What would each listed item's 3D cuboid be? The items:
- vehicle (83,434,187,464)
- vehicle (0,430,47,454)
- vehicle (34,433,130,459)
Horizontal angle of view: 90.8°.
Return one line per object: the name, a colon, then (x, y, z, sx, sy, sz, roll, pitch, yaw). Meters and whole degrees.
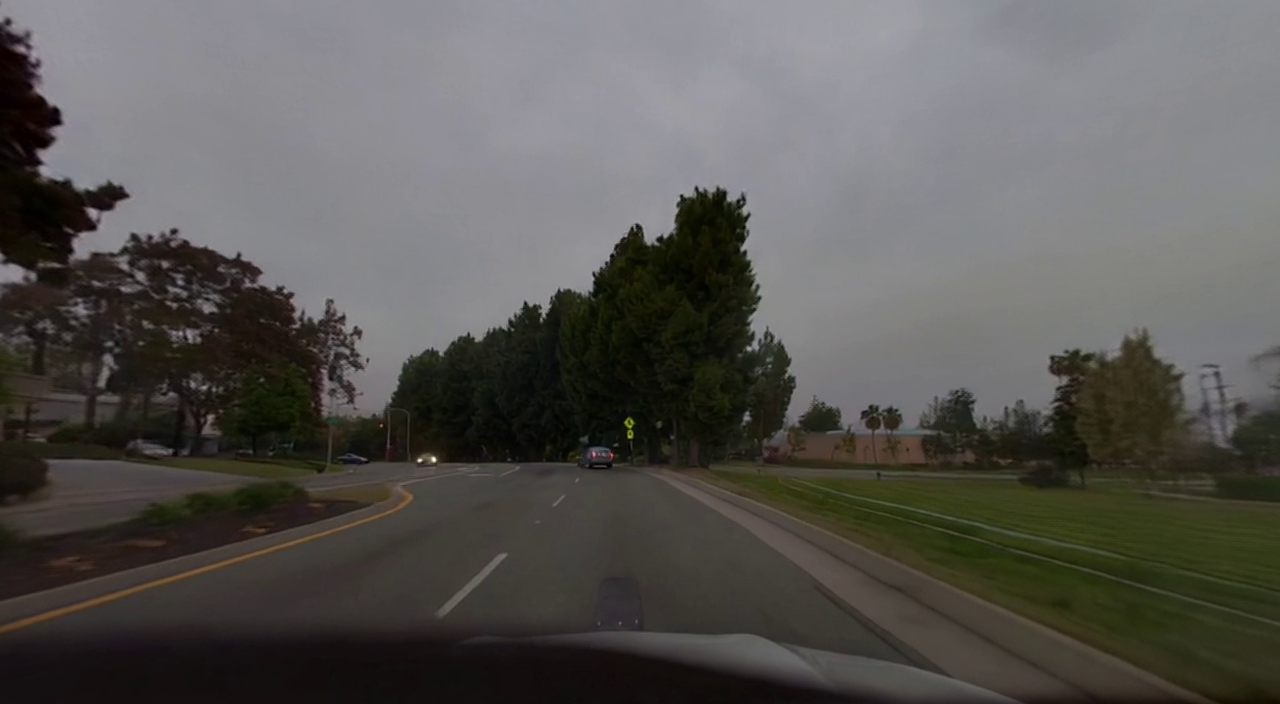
vehicle: (-29.598, 5.680, 37.077, 4.816, 1.696, 2.323, -3, -9, 16)
vehicle: (-47.824, 6.753, 47.332, 2.042, 1.721, 4.404, -4, -9, 17)
vehicle: (-40.074, 6.710, 45.535, 1.935, 1.582, 4.741, 2, -6, 16)
